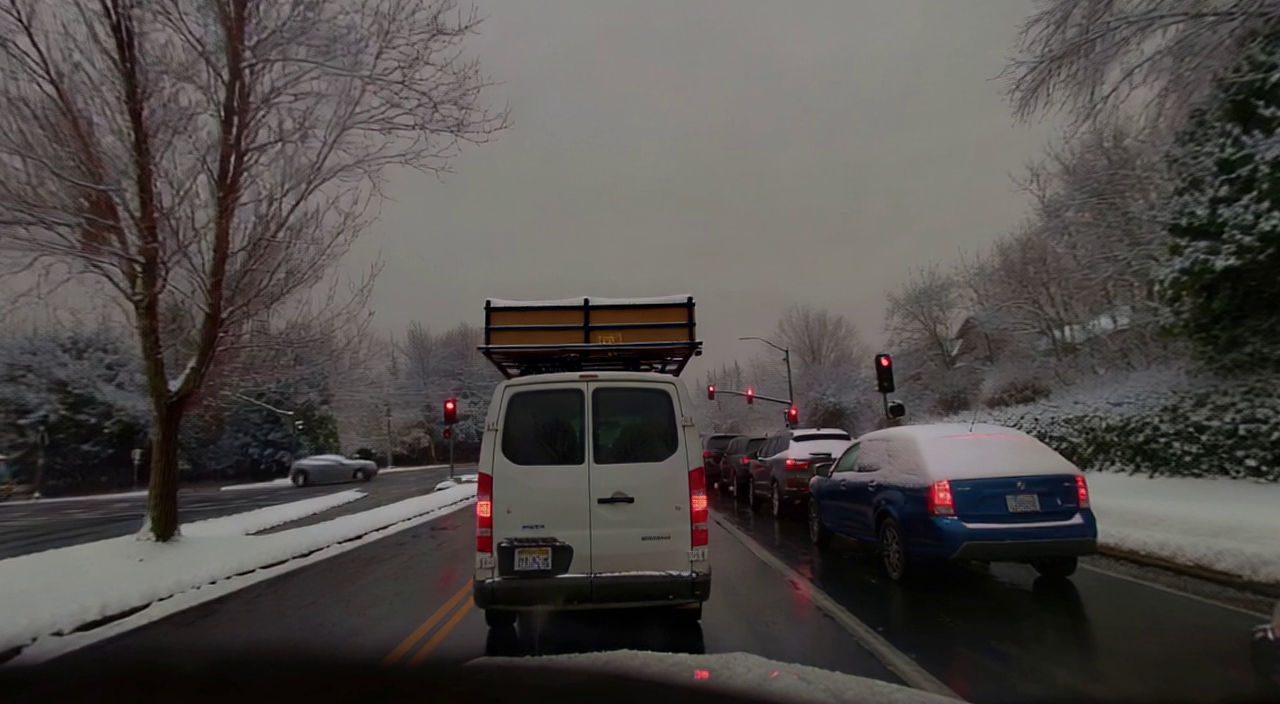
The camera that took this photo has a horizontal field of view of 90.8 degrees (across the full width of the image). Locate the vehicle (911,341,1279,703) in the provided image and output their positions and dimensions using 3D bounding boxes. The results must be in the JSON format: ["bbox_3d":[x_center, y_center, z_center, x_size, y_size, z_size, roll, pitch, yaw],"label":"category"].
[{"bbox_3d":[3.453,0.939,3.398,1.965,1.671,4.146,0,-9,-3],"label":"vehicle"}]

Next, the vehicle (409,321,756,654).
[{"bbox_3d":[-0.361,1.150,6.189,2.145,2.089,4.309,0,-9,0],"label":"vehicle"}]

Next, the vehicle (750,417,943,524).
[{"bbox_3d":[3.688,2.212,12.271,2.024,1.692,4.252,1,-9,-4],"label":"vehicle"}]

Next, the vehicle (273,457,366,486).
[{"bbox_3d":[-16.557,6.165,32.715,4.135,1.321,1.687,4,-10,-27],"label":"vehicle"}]
